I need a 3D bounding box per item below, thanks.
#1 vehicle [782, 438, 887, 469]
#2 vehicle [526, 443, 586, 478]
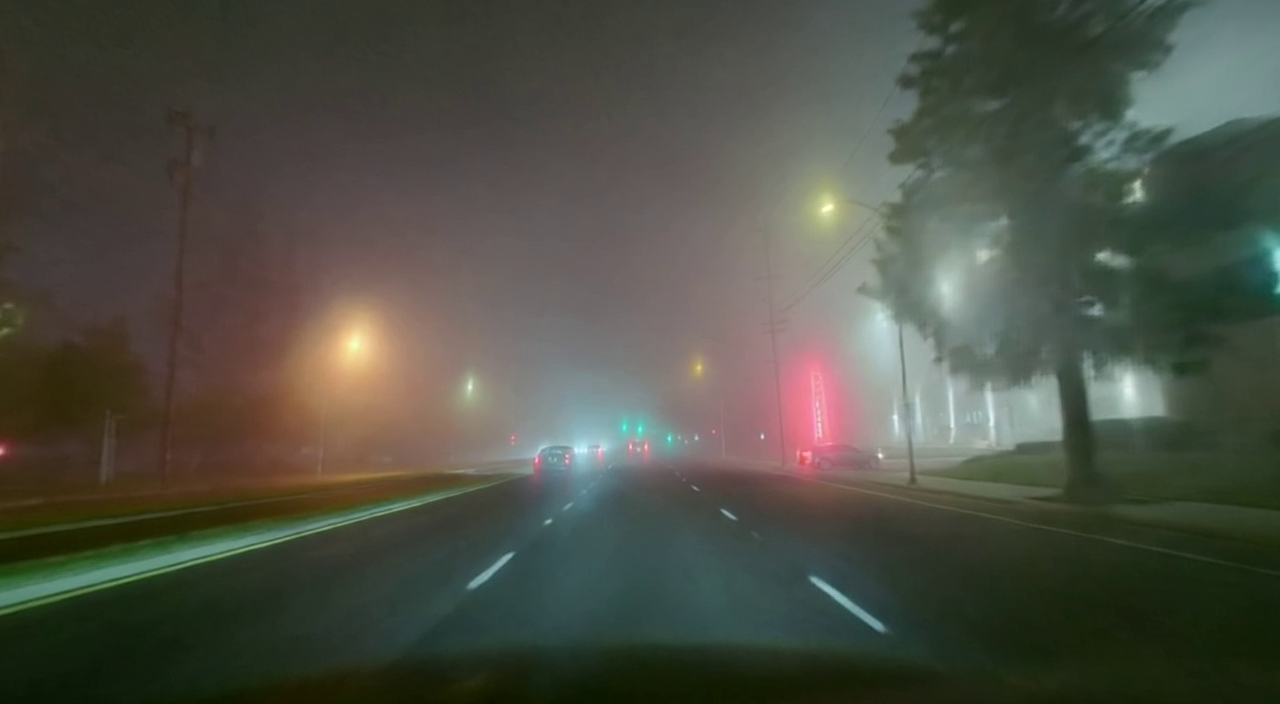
[{"bbox_3d":[10.357,5.427,33.715,4.885,1.576,2.024,1,-9,-6],"label":"vehicle"},{"bbox_3d":[-3.642,4.801,28.180,2.076,1.444,4.328,0,-9,0],"label":"vehicle"}]
